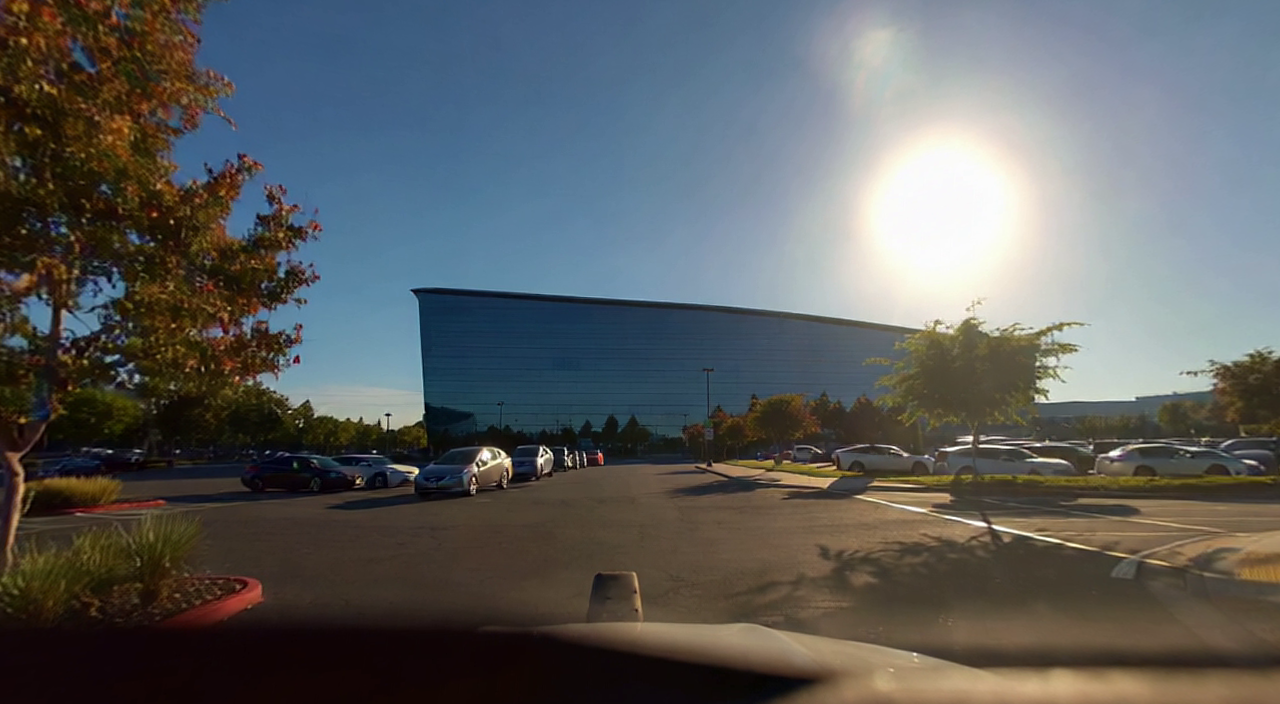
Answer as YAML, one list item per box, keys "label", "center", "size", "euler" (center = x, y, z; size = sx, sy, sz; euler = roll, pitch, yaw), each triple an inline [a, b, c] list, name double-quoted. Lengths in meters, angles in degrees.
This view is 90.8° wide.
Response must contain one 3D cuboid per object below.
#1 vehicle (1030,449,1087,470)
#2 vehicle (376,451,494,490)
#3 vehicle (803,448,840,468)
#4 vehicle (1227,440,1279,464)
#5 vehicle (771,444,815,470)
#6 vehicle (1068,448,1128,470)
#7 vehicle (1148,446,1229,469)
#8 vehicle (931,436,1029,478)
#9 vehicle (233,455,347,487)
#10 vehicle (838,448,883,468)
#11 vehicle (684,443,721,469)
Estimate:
- label: "vehicle"
  center: [28.318, 7.287, 42.885]
  size: [1.495, 1.371, 3.336]
  euler: [0, -9, -1]
- label: "vehicle"
  center: [-8.706, 4.980, 26.902]
  size: [4.442, 1.504, 1.809]
  euler: [4, -10, -28]
- label: "vehicle"
  center: [14.202, 8.302, 49.643]
  size: [1.935, 1.477, 3.719]
  euler: [0, -8, 3]
- label: "vehicle"
  center: [43.061, 6.813, 43.081]
  size: [1.758, 1.572, 4.421]
  euler: [0, -8, 1]
- label: "vehicle"
  center: [10.526, 7.206, 43.704]
  size: [1.936, 1.673, 4.305]
  euler: [0, -8, 0]
- label: "vehicle"
  center: [31.292, 7.308, 43.260]
  size: [1.519, 1.371, 3.278]
  euler: [0, -8, -1]
- label: "vehicle"
  center: [37.013, 7.118, 42.769]
  size: [1.678, 1.423, 4.191]
  euler: [0, -8, -2]
- label: "vehicle"
  center: [16.477, 5.097, 30.975]
  size: [2.048, 1.852, 4.998]
  euler: [0, -9, 1]
- label: "vehicle"
  center: [-16.742, 5.695, 30.361]
  size: [4.331, 1.437, 1.876]
  euler: [0, -8, 2]
- label: "vehicle"
  center: [17.055, 8.223, 49.081]
  size: [1.971, 1.478, 4.477]
  euler: [0, -8, 1]
- label: "vehicle"
  center: [4.613, 7.751, 47.297]
  size: [2.262, 1.794, 5.331]
  euler: [0, -8, 1]
